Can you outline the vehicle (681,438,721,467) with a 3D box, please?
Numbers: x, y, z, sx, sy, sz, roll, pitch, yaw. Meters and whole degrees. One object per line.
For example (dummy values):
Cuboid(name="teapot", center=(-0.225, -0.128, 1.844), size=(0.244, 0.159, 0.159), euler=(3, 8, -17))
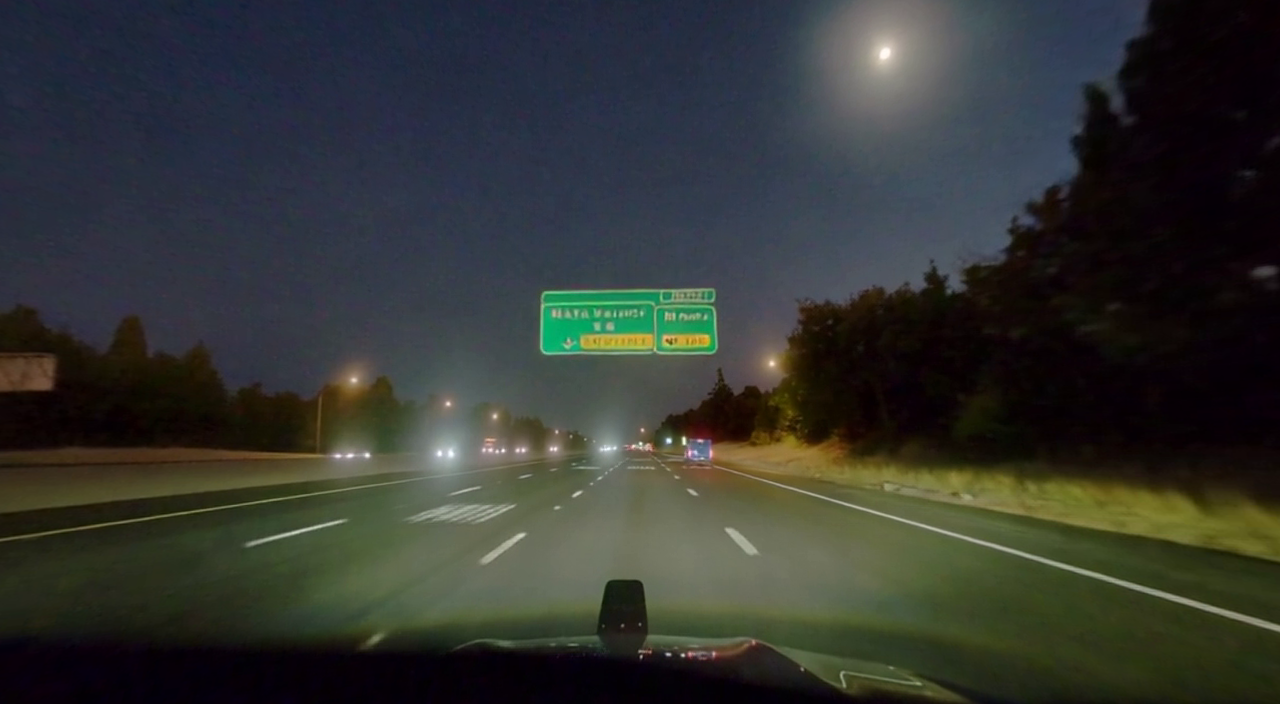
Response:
Cuboid(name="vehicle", center=(4.245, 7.046, 44.489), size=(2.172, 1.930, 4.879), euler=(0, -8, -2))
